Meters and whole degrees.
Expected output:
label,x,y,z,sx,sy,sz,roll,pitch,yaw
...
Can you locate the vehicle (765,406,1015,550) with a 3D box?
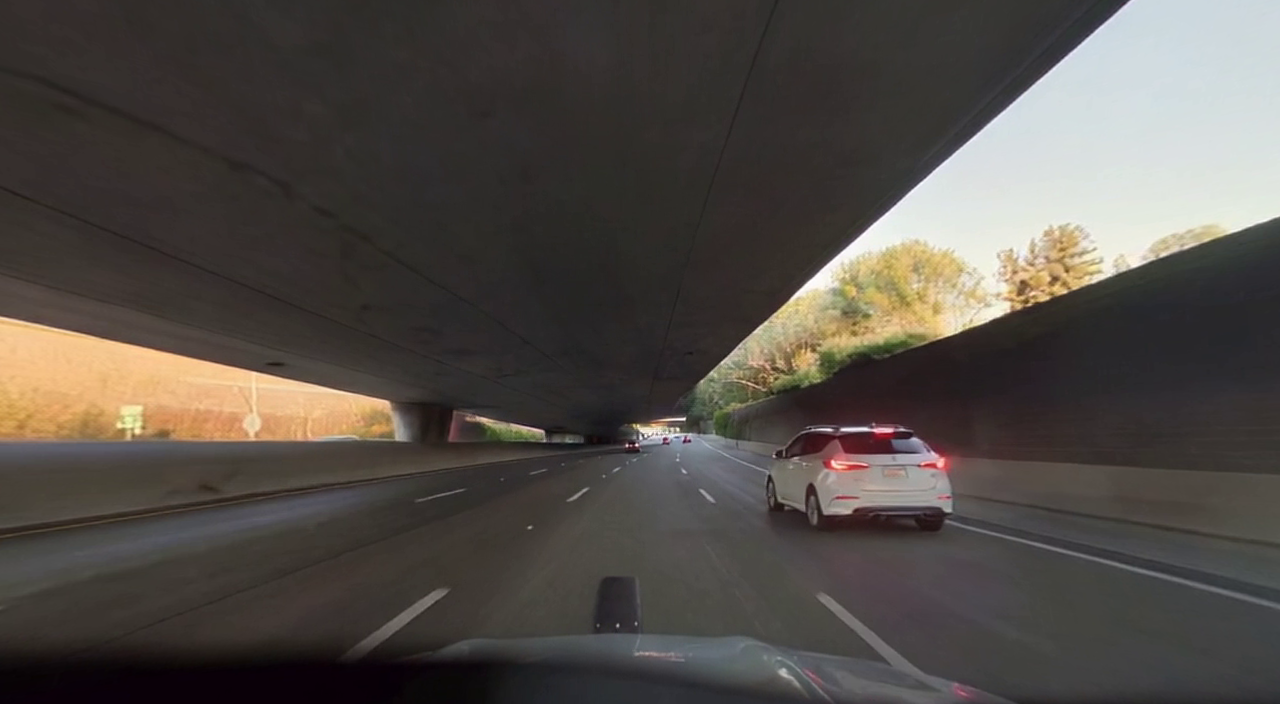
label,x,y,z,sx,sy,sz,roll,pitch,yaw
vehicle,3.448,1.838,9.778,2.090,1.715,4.228,0,-8,0
